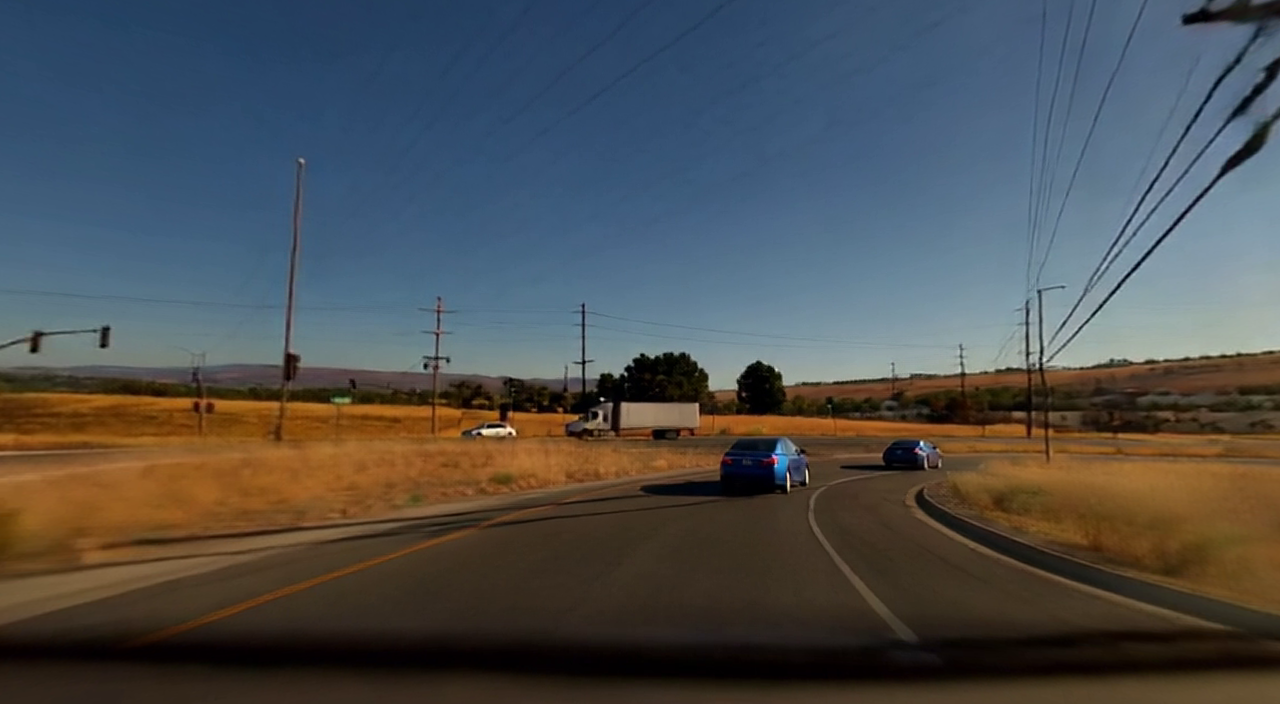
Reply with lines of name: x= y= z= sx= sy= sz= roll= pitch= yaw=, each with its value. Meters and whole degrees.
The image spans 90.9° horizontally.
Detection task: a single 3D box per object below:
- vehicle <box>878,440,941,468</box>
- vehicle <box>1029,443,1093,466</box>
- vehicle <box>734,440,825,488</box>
vehicle: x=15.656 y=5.879 z=36.551 sx=1.836 sy=1.465 sz=4.307 roll=-8 pitch=-11 yaw=43
vehicle: x=31.010 y=7.524 z=46.416 sx=4.102 sy=1.552 sz=1.931 roll=4 pitch=-9 yaw=-25
vehicle: x=4.782 y=3.670 z=21.075 sx=2.026 sy=1.407 sz=4.374 roll=-4 pitch=-9 yaw=25
